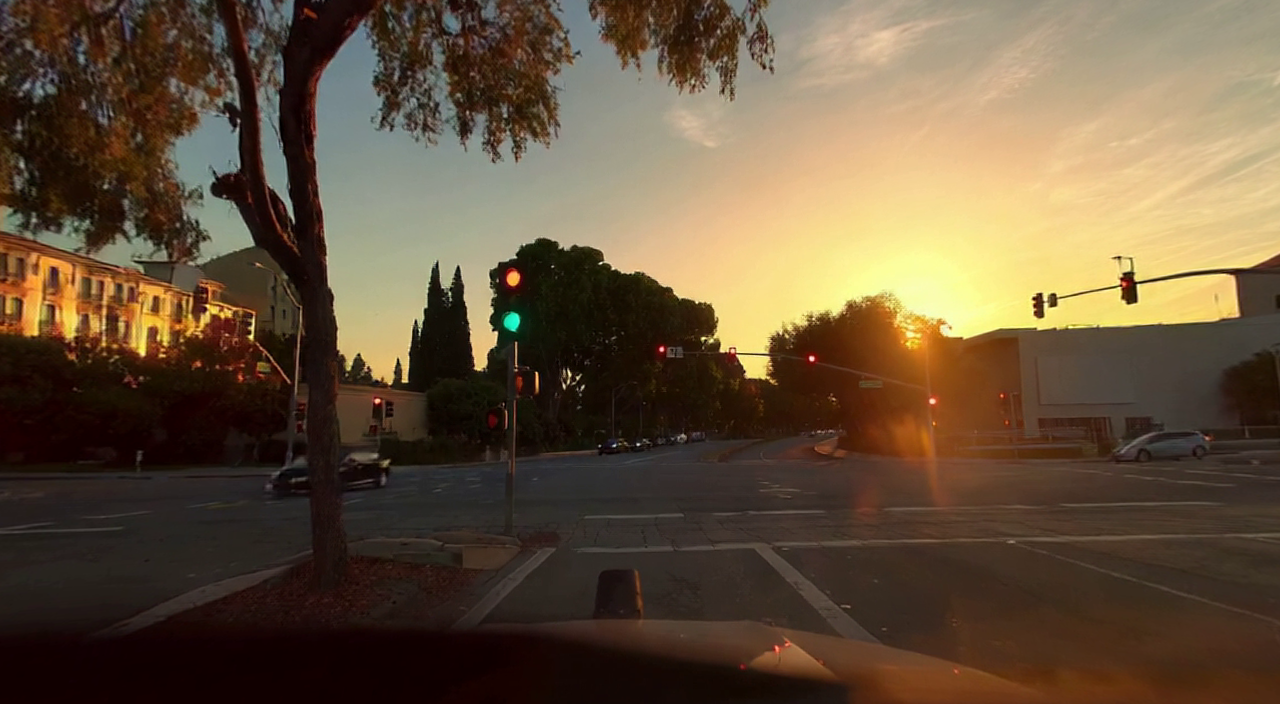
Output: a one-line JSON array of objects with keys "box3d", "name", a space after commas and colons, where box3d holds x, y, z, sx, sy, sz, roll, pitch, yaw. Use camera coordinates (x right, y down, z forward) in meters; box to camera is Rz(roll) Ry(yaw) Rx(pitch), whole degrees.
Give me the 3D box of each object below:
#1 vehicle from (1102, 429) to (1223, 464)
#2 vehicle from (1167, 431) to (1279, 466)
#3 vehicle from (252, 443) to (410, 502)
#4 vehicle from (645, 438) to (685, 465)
[{"box3d": [25.918, 4.679, 31.353, 4.441, 1.674, 2.035, 1, -8, -8], "name": "vehicle"}, {"box3d": [26.293, 4.242, 27.876, 4.644, 1.470, 1.922, 1, -8, -10], "name": "vehicle"}, {"box3d": [-8.796, 3.444, 18.545, 2.002, 1.483, 4.696, -1, -8, 5], "name": "vehicle"}, {"box3d": [1.759, 6.771, 43.247, 2.197, 1.739, 4.177, -2, -8, 10], "name": "vehicle"}]
